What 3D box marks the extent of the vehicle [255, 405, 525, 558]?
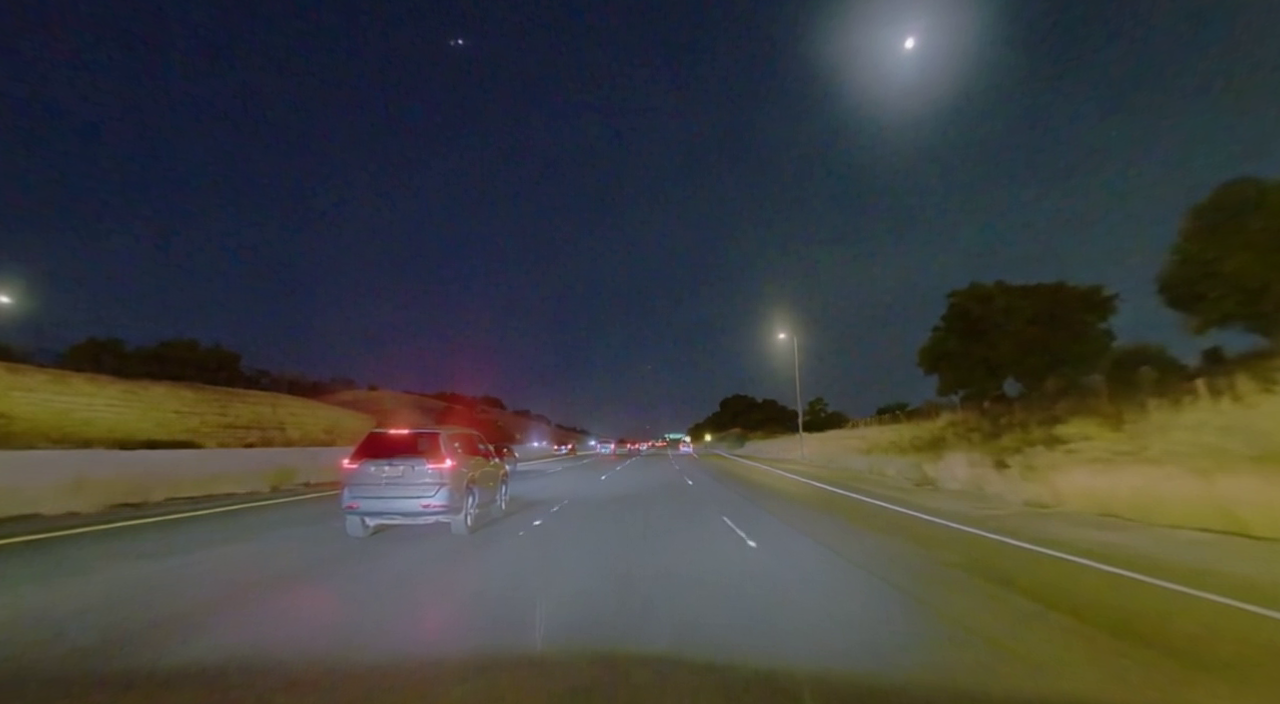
[{"bbox_3d":[-3.500,1.950,10.166,2.218,1.848,4.789,0,-9,2],"label":"vehicle"}]
